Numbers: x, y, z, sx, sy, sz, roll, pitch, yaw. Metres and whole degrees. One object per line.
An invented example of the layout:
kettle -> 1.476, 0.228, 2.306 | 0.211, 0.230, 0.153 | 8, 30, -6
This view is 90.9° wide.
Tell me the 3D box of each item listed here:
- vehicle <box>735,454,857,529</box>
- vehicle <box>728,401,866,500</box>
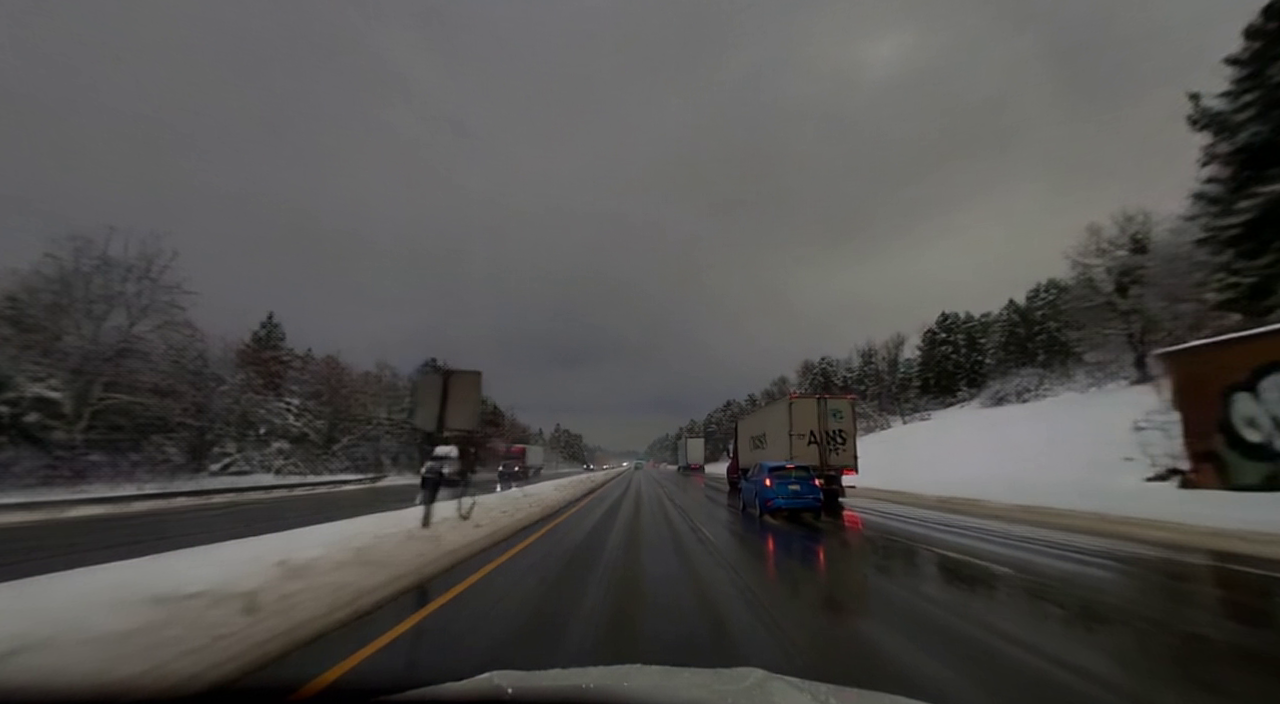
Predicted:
vehicle -> 3.628, 3.337, 15.369 | 2.011, 1.574, 3.512 | 1, -11, -1
vehicle -> 7.643, 5.587, 34.470 | 3.298, 4.017, 16.824 | 1, -10, 0
